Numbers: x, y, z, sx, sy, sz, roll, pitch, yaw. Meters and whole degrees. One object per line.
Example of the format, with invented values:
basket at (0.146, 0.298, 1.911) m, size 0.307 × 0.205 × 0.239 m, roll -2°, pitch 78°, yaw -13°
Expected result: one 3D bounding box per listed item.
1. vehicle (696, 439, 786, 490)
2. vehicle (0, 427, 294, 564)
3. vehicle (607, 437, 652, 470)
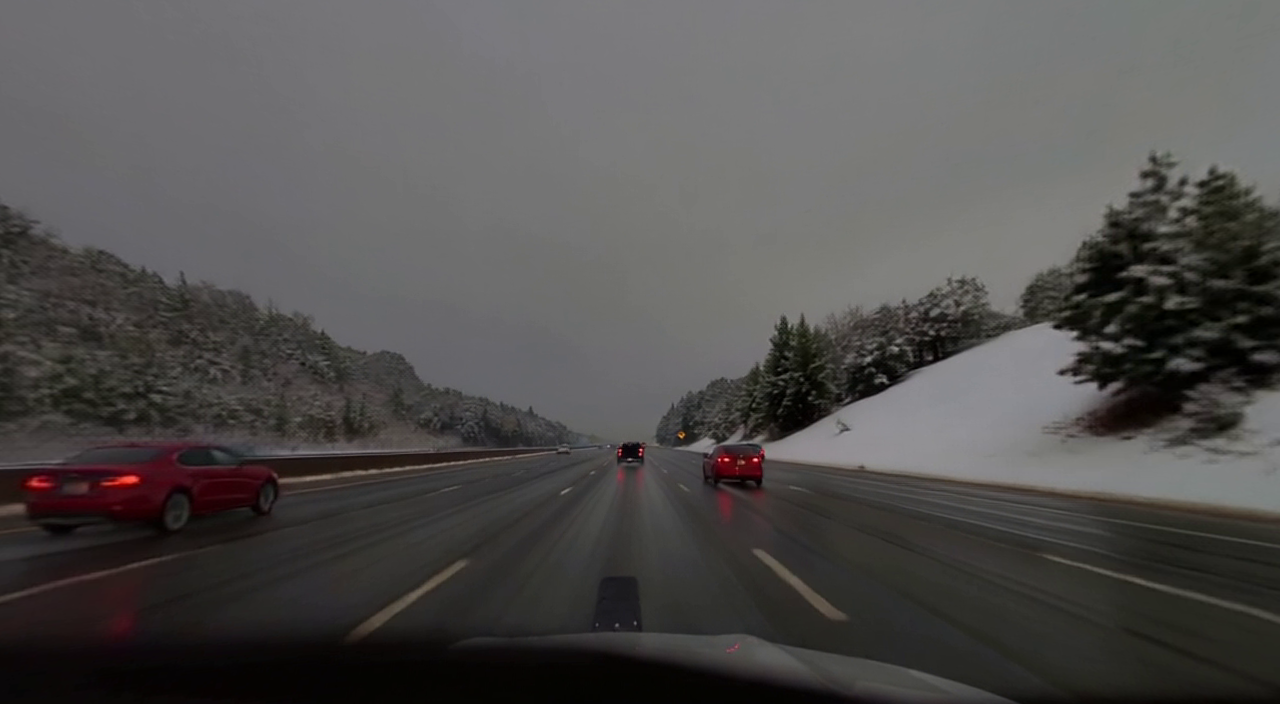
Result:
vehicle at (3.233, 3.710, 21.262) m, size 2.120 × 1.492 × 4.734 m, roll 0°, pitch -8°, yaw -1°
vehicle at (-7.504, 1.951, 9.472) m, size 1.922 × 1.508 × 4.816 m, roll 0°, pitch -8°, yaw 0°
vehicle at (-0.543, 5.491, 34.248) m, size 2.277 × 1.675 × 4.023 m, roll 0°, pitch -8°, yaw -1°
